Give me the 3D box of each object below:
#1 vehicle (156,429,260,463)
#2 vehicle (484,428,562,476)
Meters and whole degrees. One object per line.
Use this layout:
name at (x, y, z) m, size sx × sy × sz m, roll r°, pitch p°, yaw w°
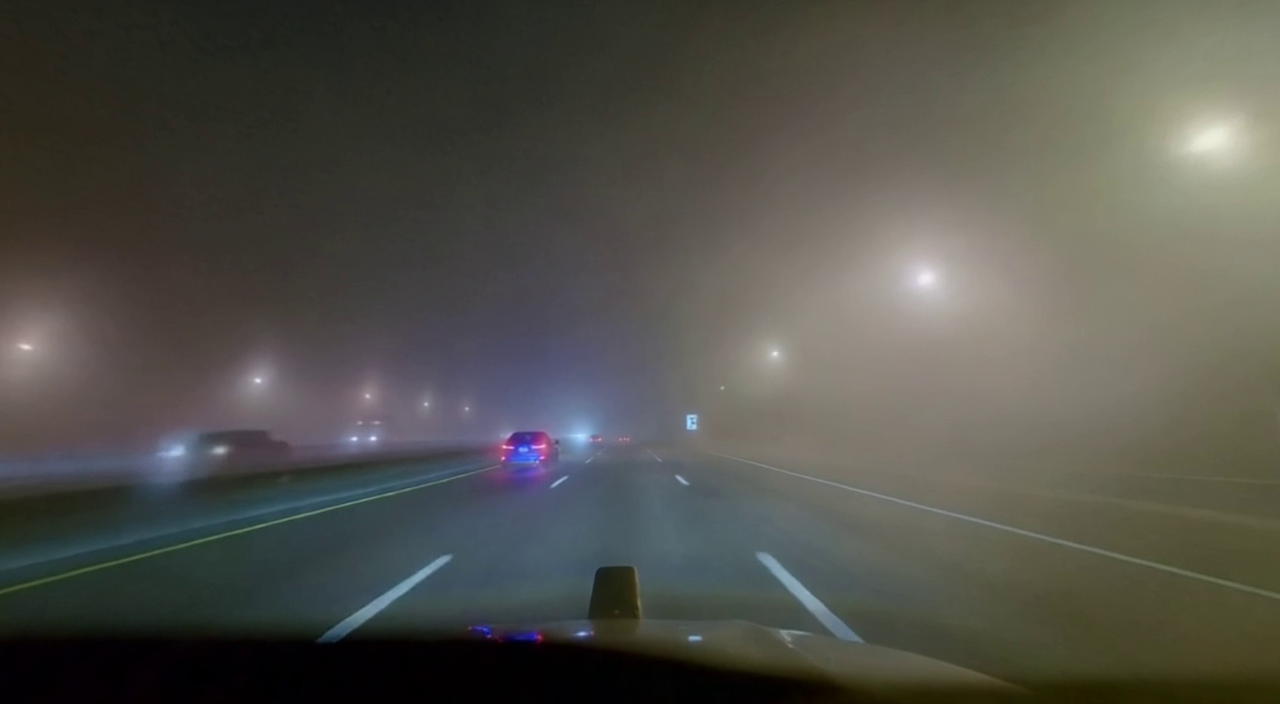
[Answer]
vehicle at (-20.002, 4.356, 29.456) m, size 1.799 × 1.449 × 4.453 m, roll 0°, pitch -8°, yaw -2°
vehicle at (-4.179, 3.630, 23.237) m, size 2.062 × 1.591 × 4.156 m, roll 0°, pitch -8°, yaw 0°
